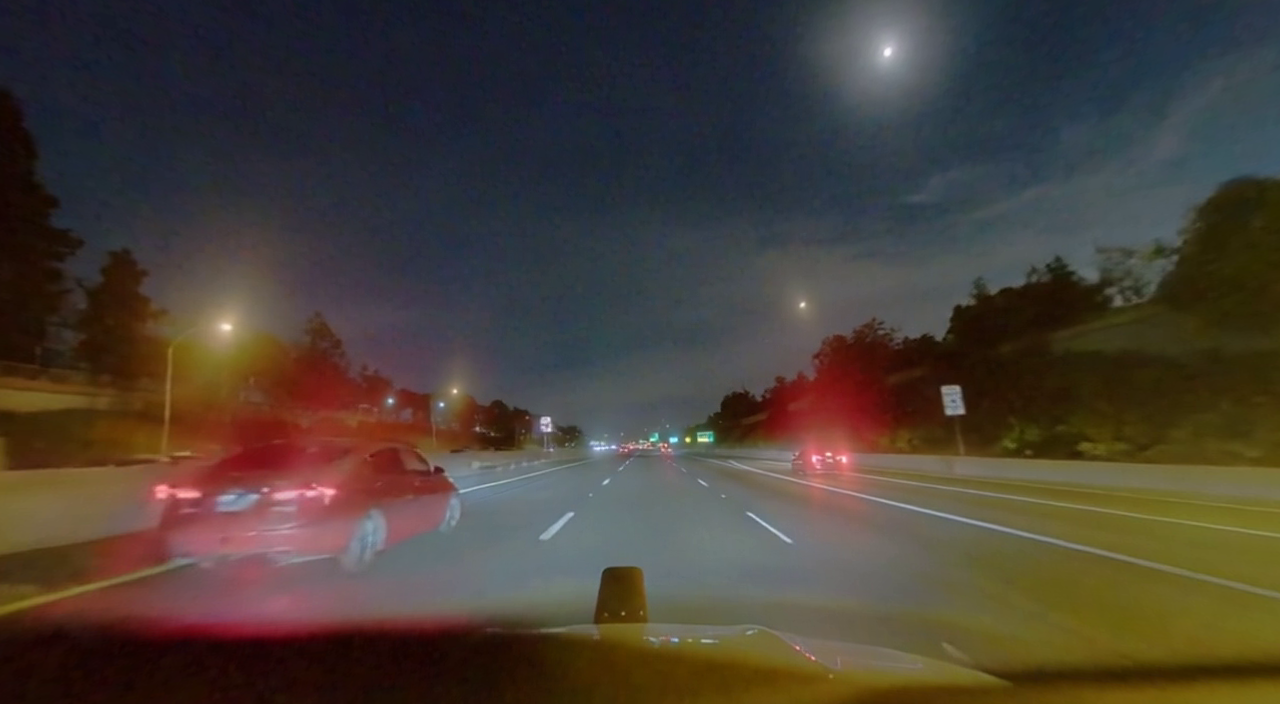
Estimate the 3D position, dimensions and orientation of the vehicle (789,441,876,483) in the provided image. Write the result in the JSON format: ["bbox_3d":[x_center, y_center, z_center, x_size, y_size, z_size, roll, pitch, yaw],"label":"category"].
[{"bbox_3d":[7.378,4.251,24.649,1.914,1.465,4.574,0,-9,-1],"label":"vehicle"}]

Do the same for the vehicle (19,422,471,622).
[{"bbox_3d":[-3.722,1.684,7.373,2.085,1.533,4.861,0,-9,1],"label":"vehicle"}]
